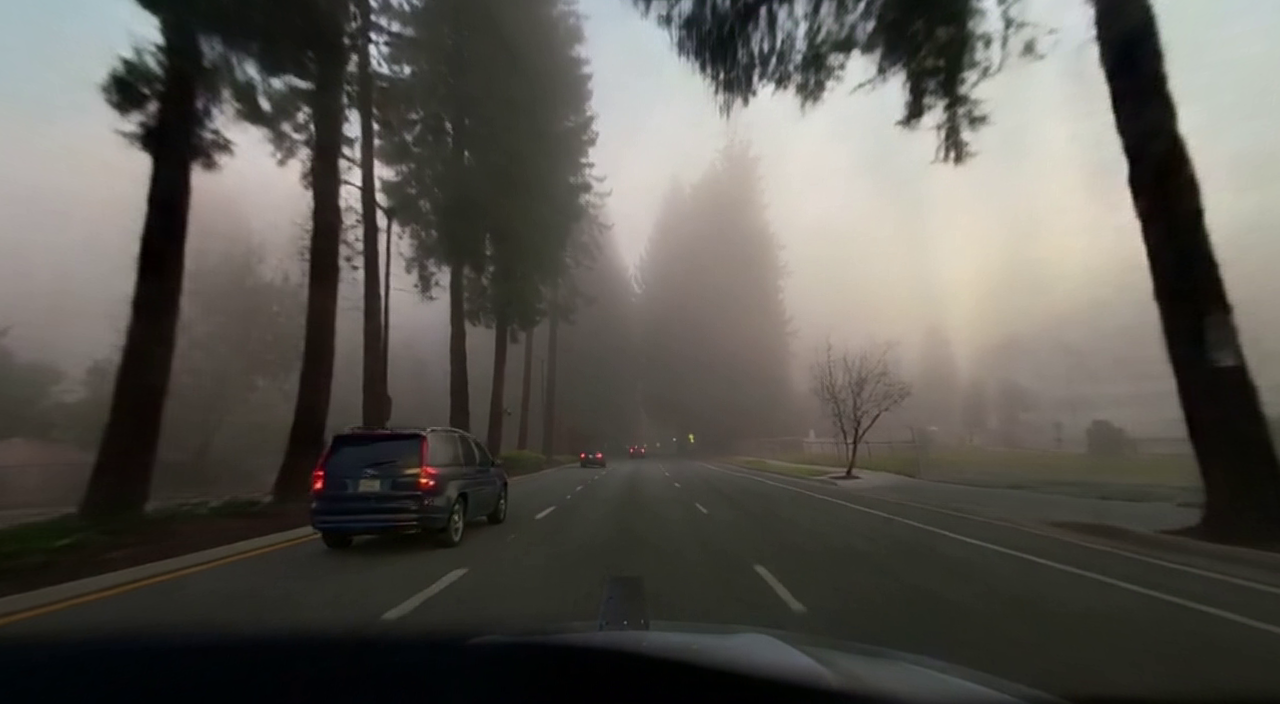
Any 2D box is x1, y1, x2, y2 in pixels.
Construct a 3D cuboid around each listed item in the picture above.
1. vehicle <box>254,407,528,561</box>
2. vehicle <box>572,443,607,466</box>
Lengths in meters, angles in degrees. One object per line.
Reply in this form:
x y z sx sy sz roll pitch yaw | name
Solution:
-3.167 1.816 9.346 2.058 1.671 4.704 0 -9 1 | vehicle
-3.383 7.026 43.220 2.021 1.466 4.330 0 -9 1 | vehicle
